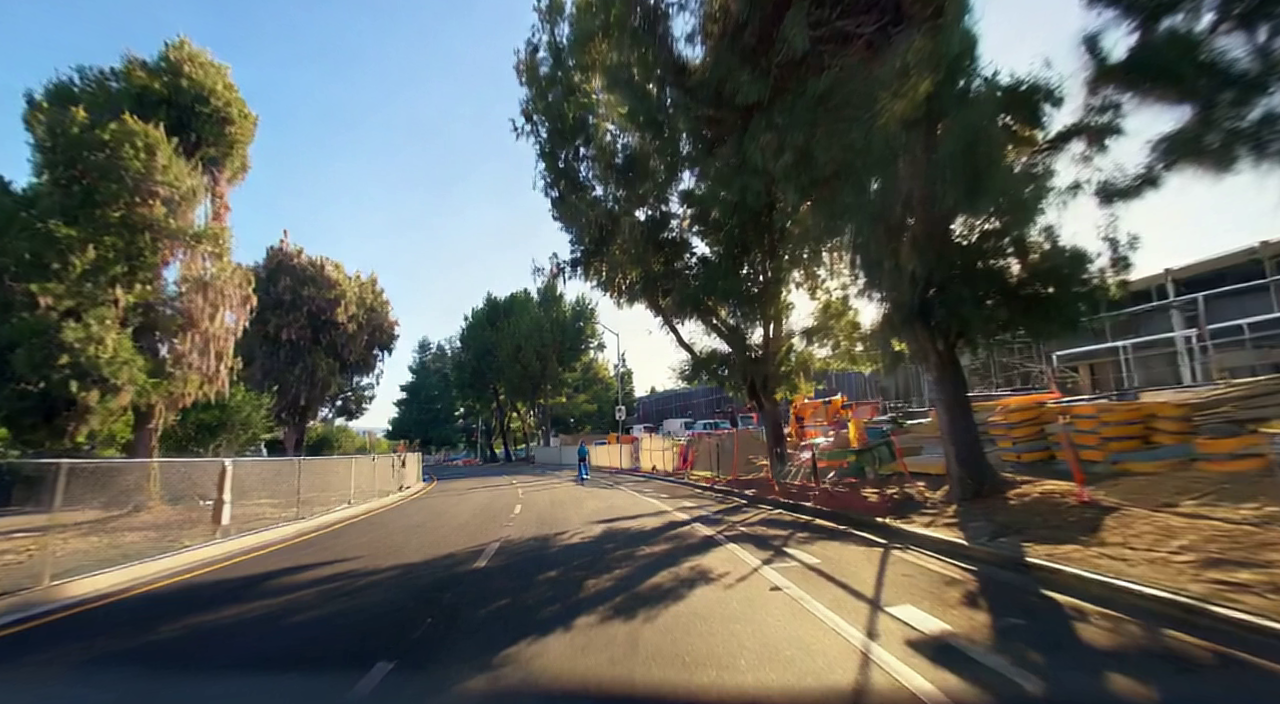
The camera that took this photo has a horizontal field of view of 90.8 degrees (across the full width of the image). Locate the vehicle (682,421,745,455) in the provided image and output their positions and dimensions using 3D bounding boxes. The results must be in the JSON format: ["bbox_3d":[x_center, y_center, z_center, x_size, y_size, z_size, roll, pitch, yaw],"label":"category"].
[{"bbox_3d":[4.638,5.471,39.925,3.451,1.504,1.652,9,-15,-9],"label":"vehicle"}]

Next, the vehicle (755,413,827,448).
[{"bbox_3d":[6.817,3.640,28.944,1.635,1.445,3.563,1,-9,-15],"label":"vehicle"}]

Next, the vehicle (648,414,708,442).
[{"bbox_3d":[2.839,5.696,47.248,3.916,1.765,1.785,-2,-6,-21],"label":"vehicle"}]
